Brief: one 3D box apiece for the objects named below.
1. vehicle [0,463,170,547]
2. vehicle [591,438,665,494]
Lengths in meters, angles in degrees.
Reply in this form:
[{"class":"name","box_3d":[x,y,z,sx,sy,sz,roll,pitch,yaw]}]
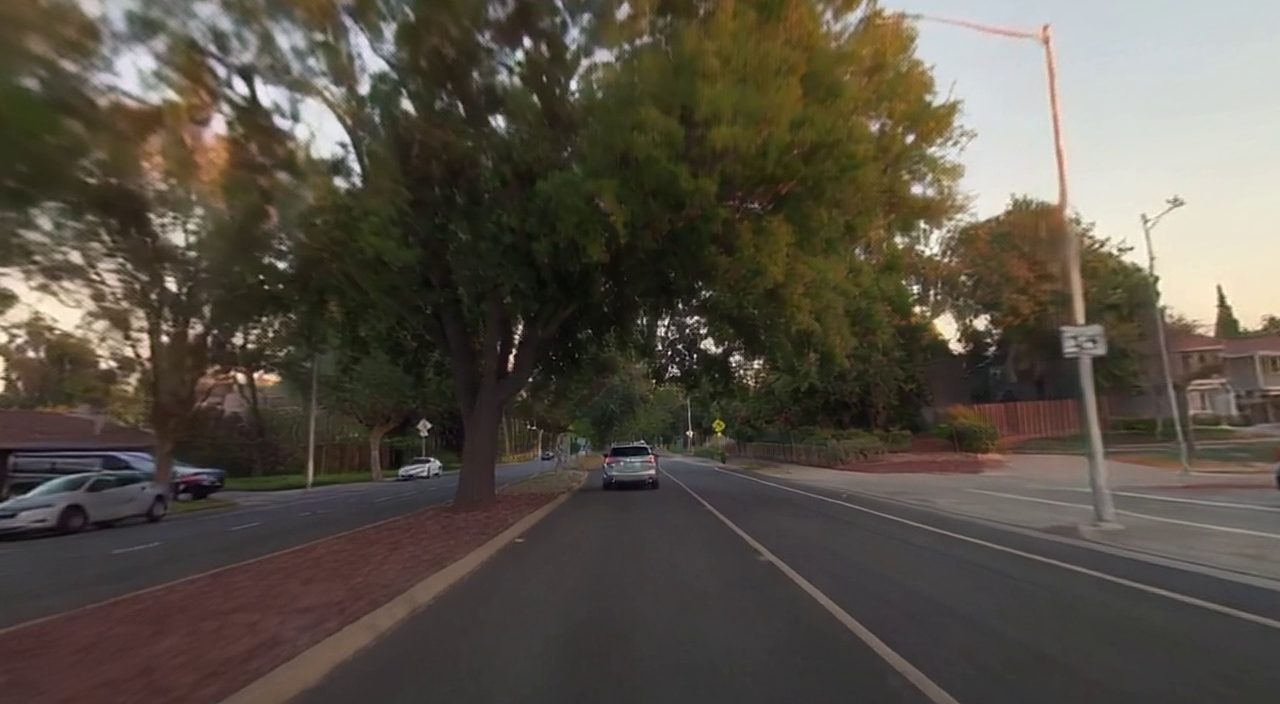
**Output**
[{"class":"vehicle","box_3d":[-13.874,3.619,15.341,1.900,1.596,4.142,-3,-9,-3]},{"class":"vehicle","box_3d":[-0.383,3.682,20.752,2.181,1.639,4.127,0,-9,-1]}]
